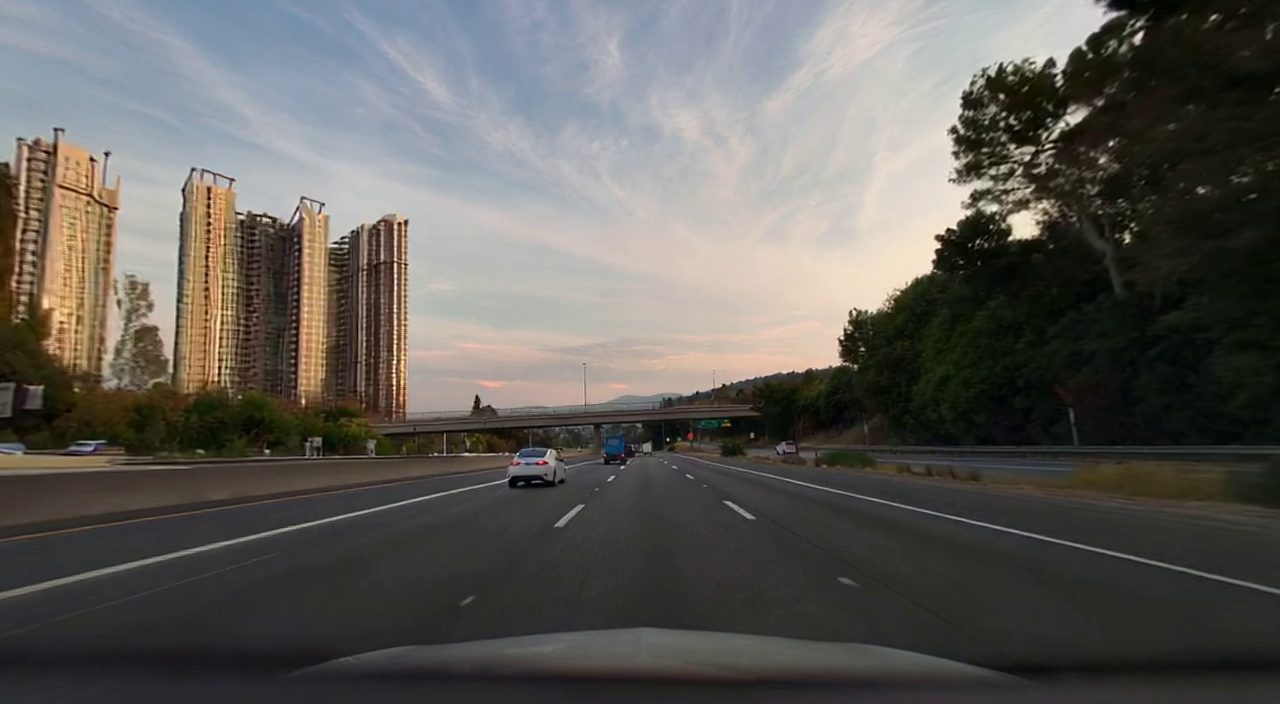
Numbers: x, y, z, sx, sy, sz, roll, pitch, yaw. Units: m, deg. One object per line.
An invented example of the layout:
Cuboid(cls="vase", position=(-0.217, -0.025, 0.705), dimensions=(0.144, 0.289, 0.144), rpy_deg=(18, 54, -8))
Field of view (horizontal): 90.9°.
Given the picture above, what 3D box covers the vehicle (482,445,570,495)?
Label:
Cuboid(cls="vehicle", position=(-3.709, 3.933, 21.341), dimensions=(2.039, 1.478, 4.483), rpy_deg=(0, -9, 1))
